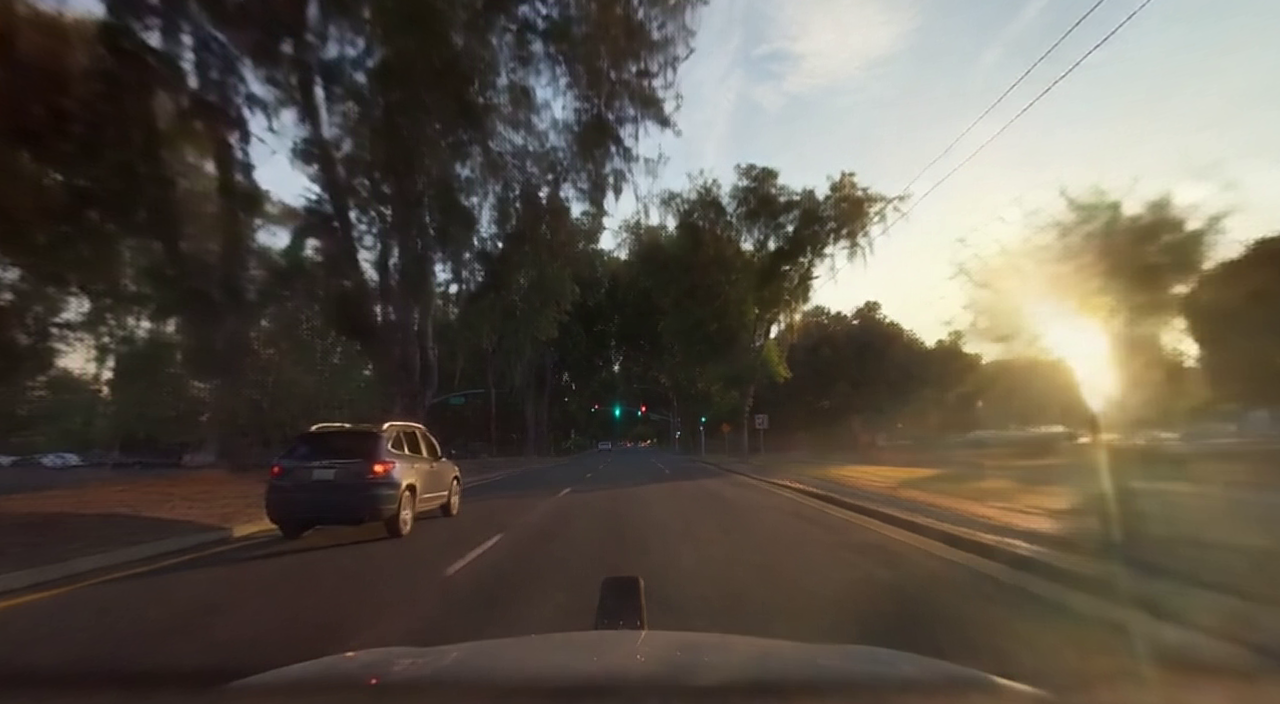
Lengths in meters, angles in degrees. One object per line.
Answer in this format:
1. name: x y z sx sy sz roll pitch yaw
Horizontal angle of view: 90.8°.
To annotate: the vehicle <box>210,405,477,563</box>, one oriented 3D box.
1. vehicle: -3.922 1.792 9.269 2.018 1.769 3.897 -1 -8 0
